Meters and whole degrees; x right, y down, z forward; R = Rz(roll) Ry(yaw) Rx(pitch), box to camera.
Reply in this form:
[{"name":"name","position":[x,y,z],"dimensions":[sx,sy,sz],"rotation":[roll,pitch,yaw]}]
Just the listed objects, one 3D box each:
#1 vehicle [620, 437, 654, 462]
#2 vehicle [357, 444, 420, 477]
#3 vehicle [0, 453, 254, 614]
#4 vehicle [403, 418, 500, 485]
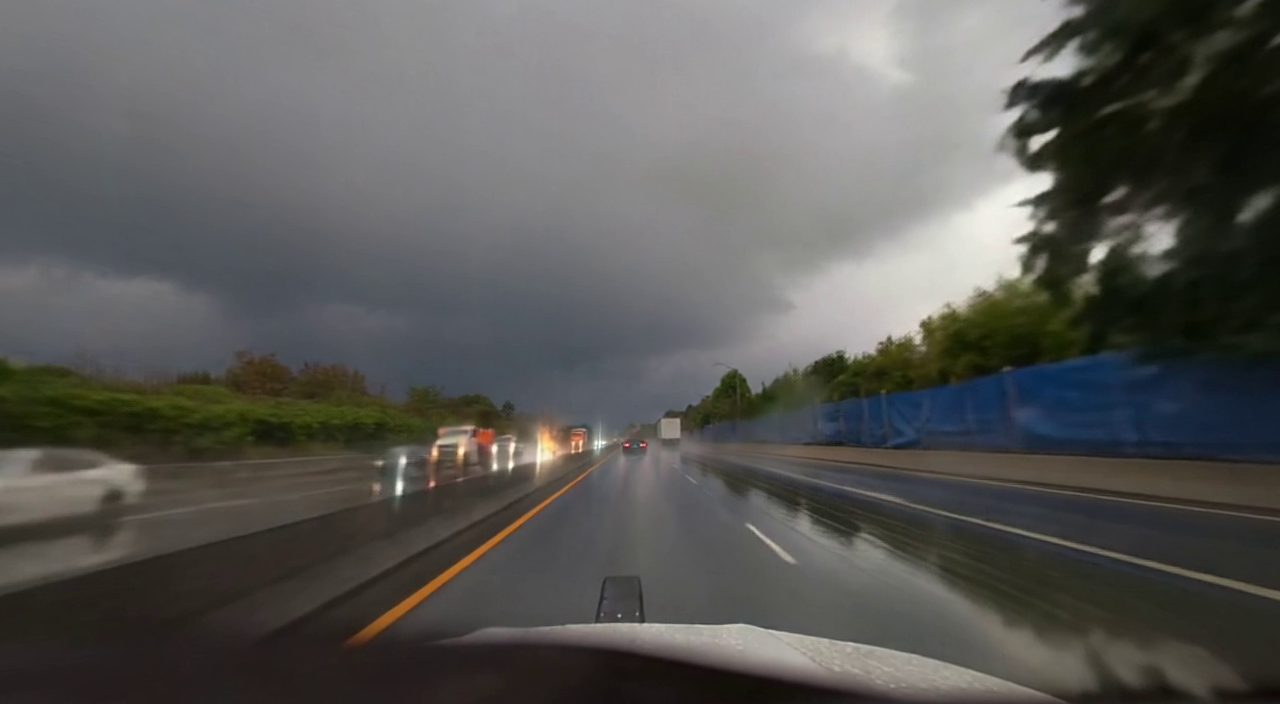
[{"name":"vehicle","position":[-0.221,6.195,39.857],"dimensions":[2.004,1.472,4.075],"rotation":[0,-8,-1]},{"name":"vehicle","position":[-13.612,5.870,34.222],"dimensions":[1.889,1.606,3.758],"rotation":[-1,-8,0]},{"name":"vehicle","position":[-8.096,2.016,7.031],"dimensions":[2.765,1.562,7.080],"rotation":[0,-8,3]},{"name":"vehicle","position":[-8.079,4.331,27.711],"dimensions":[2.453,2.460,6.190],"rotation":[-3,-8,-1]}]
